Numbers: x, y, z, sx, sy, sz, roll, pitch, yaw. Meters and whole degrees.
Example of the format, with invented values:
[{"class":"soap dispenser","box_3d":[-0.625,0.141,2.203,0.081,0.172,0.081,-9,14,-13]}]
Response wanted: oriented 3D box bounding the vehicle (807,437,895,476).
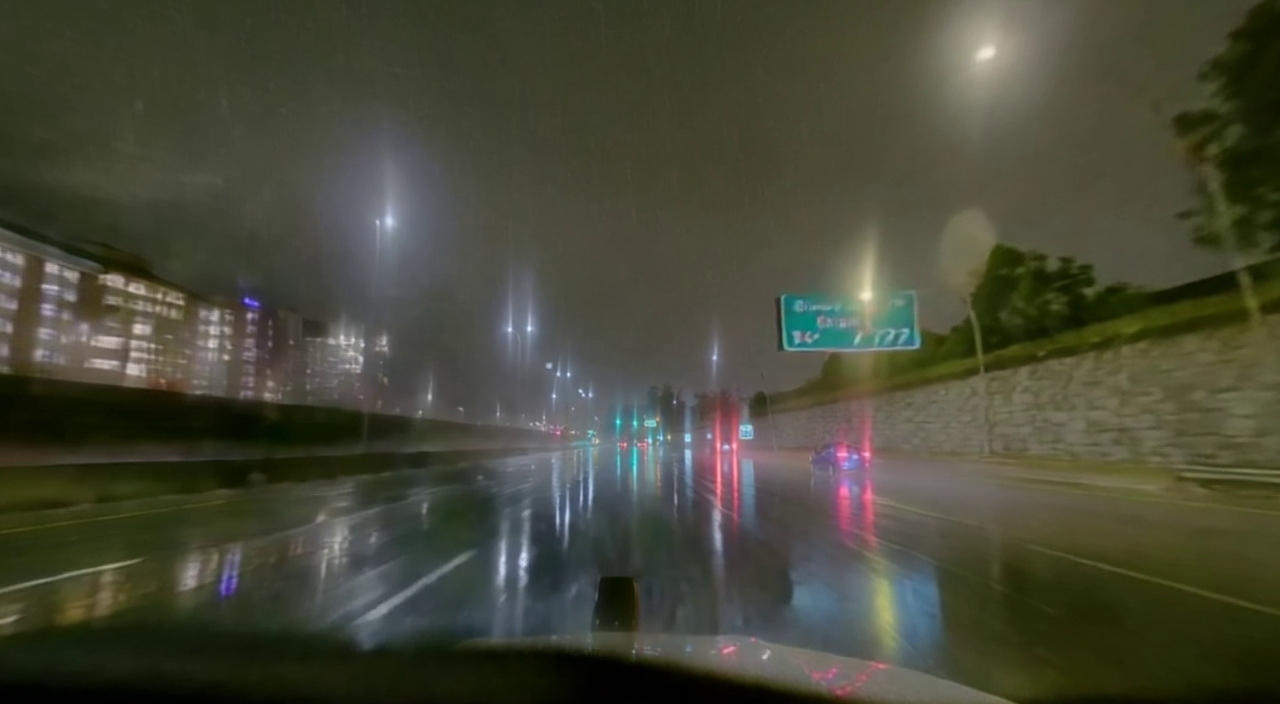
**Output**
[{"class":"vehicle","box_3d":[9.716,4.848,29.650,2.165,1.636,5.175,1,-8,-3]}]
